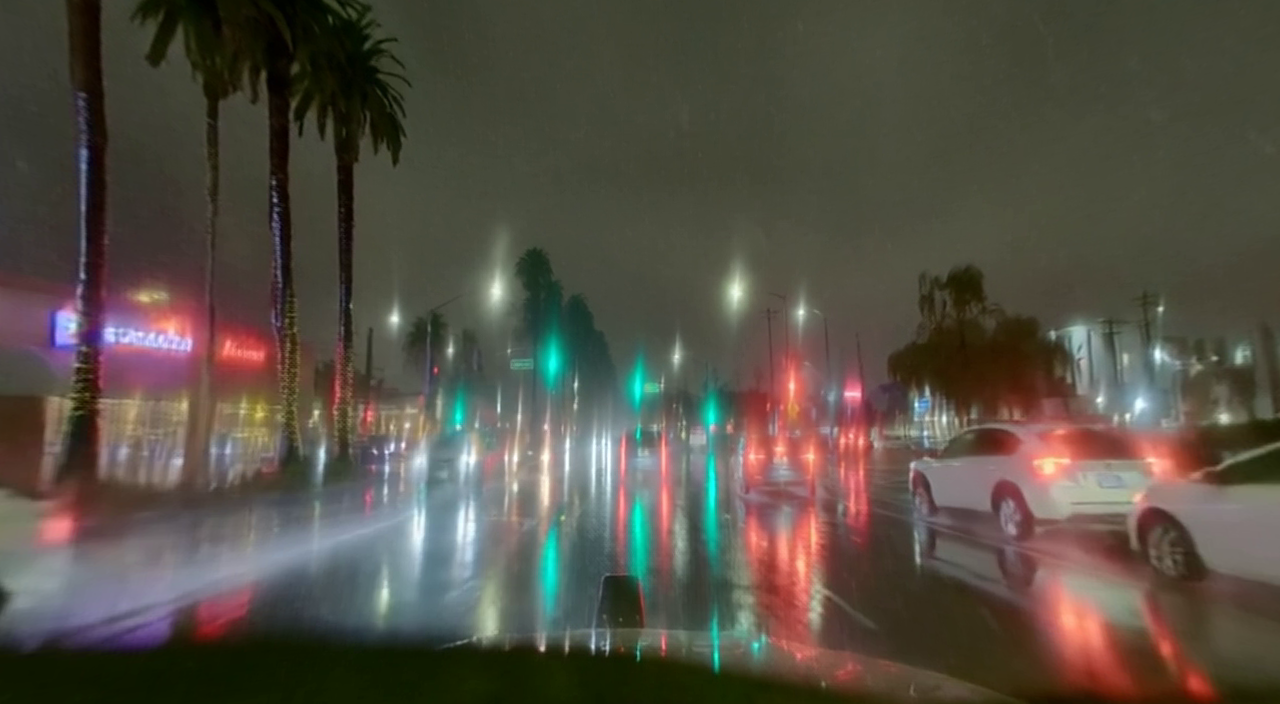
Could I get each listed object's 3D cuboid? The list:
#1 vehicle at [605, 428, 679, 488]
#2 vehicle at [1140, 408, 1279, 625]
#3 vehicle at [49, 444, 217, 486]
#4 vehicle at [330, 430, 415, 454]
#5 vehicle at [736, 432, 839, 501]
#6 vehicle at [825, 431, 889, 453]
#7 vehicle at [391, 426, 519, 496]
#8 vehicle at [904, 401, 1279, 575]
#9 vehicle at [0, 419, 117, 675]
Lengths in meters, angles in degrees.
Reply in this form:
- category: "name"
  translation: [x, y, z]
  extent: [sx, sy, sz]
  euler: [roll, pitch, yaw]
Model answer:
- category: "vehicle"
  translation: [0.020, 3.549, 21.491]
  extent: [2.264, 1.798, 4.531]
  euler: [0, -8, -1]
- category: "vehicle"
  translation: [6.161, 1.173, 4.079]
  extent: [2.008, 1.729, 4.647]
  euler: [0, -8, 0]
- category: "vehicle"
  translation: [-19.582, 4.329, 24.641]
  extent: [1.759, 1.457, 4.727]
  euler: [-6, -10, 37]
- category: "vehicle"
  translation: [-20.805, 7.014, 49.267]
  extent: [5.674, 1.804, 2.190]
  euler: [-1, -8, 6]
- category: "vehicle"
  translation: [4.043, 3.212, 18.130]
  extent: [2.070, 1.711, 4.480]
  euler: [-1, -8, 3]
- category: "vehicle"
  translation: [16.996, 7.035, 49.552]
  extent: [4.304, 1.685, 1.947]
  euler: [0, -8, 0]
- category: "vehicle"
  translation: [-5.196, 3.149, 18.627]
  extent: [2.341, 1.762, 4.865]
  euler: [0, -8, -1]
- category: "vehicle"
  translation: [6.195, 1.869, 9.626]
  extent: [1.981, 1.893, 5.238]
  euler: [0, -8, -1]
- category: "vehicle"
  translation: [-4.805, 0.958, 2.321]
  extent: [2.092, 1.504, 4.374]
  euler: [0, -8, -2]
